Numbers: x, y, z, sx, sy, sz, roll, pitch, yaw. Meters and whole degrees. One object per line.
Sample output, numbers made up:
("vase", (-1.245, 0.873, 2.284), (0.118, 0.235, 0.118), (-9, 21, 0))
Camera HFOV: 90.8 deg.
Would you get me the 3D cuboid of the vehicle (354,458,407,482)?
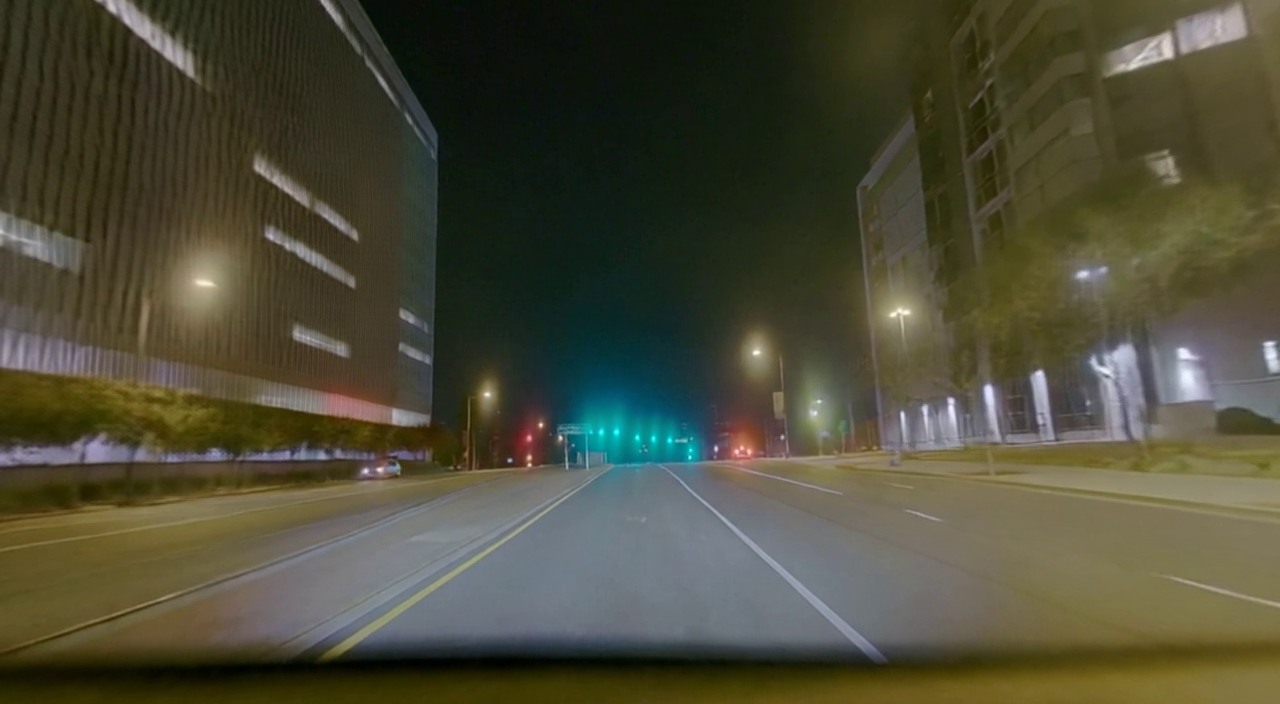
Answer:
("vehicle", (-19.059, 8.661, 46.616), (2.010, 1.504, 4.820), (-5, -10, -2))
